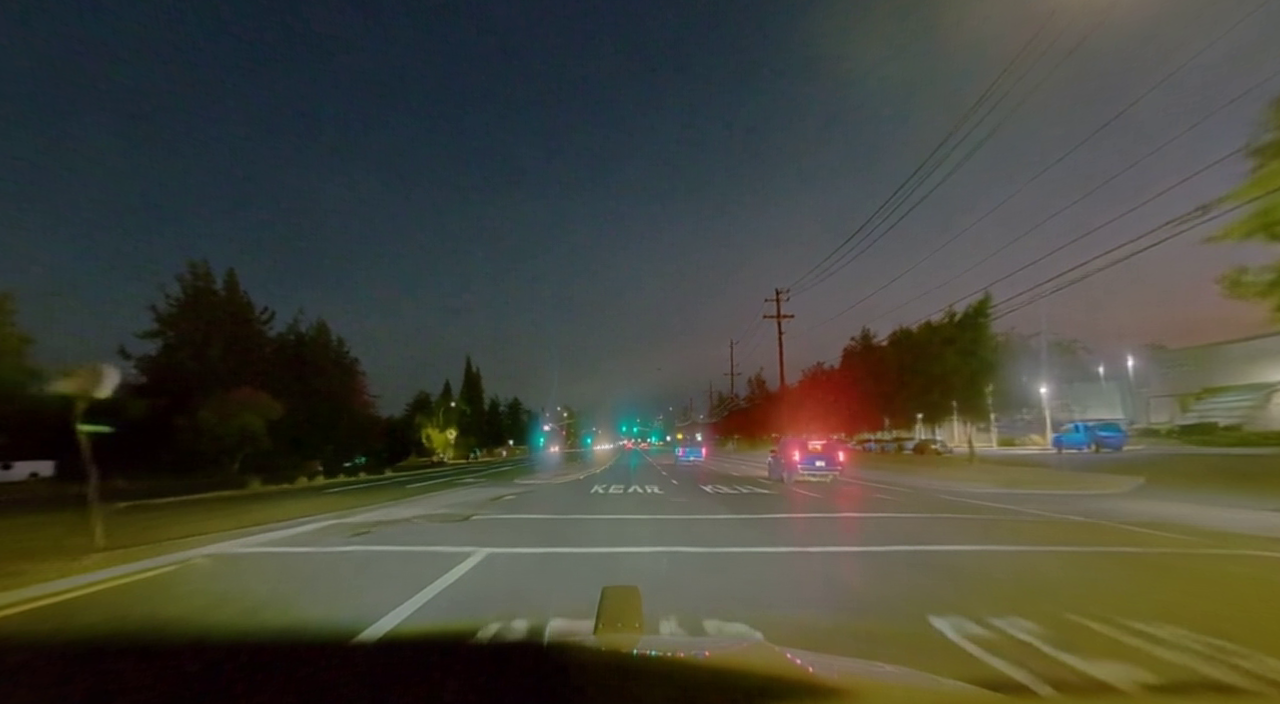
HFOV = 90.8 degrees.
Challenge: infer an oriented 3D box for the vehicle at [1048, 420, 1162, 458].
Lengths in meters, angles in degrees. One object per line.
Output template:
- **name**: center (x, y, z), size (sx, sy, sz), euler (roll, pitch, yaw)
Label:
- **vehicle**: center (29.535, 5.596, 40.512), size (2.406, 2.215, 6.315), euler (0, -8, 0)

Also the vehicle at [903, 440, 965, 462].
- **vehicle**: center (20.011, 6.757, 43.267), size (1.980, 1.423, 4.793), euler (1, -8, 0)

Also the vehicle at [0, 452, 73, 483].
- **vehicle**: center (-40.093, 7.481, 41.003), size (4.422, 1.874, 2.112), euler (1, -8, -1)

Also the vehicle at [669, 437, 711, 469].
- **vehicle**: center (3.026, 6.173, 38.858), size (2.086, 1.803, 4.607), euler (1, -8, -2)
